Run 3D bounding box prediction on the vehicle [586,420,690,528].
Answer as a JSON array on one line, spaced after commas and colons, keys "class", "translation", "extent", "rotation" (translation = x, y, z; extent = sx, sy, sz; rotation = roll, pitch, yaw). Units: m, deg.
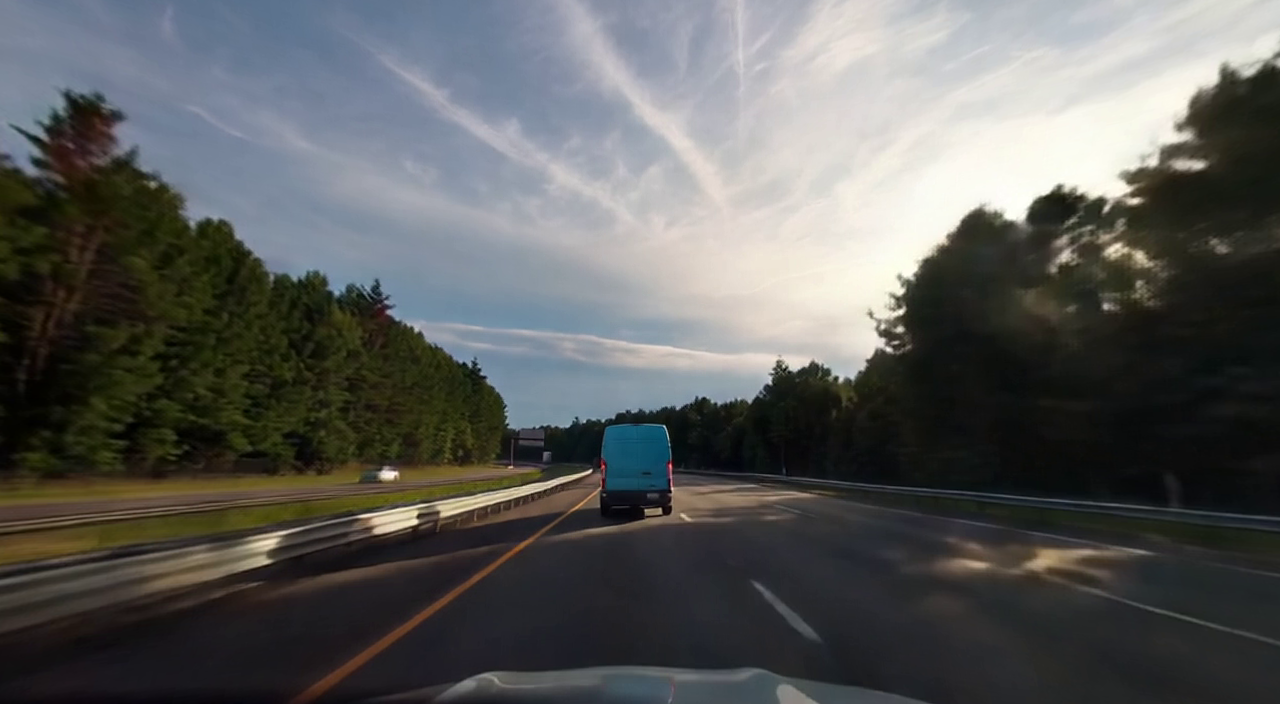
[{"class": "vehicle", "translation": [-0.151, 3.381, 17.674], "extent": [2.375, 2.432, 6.161], "rotation": [1, -10, -2]}]
